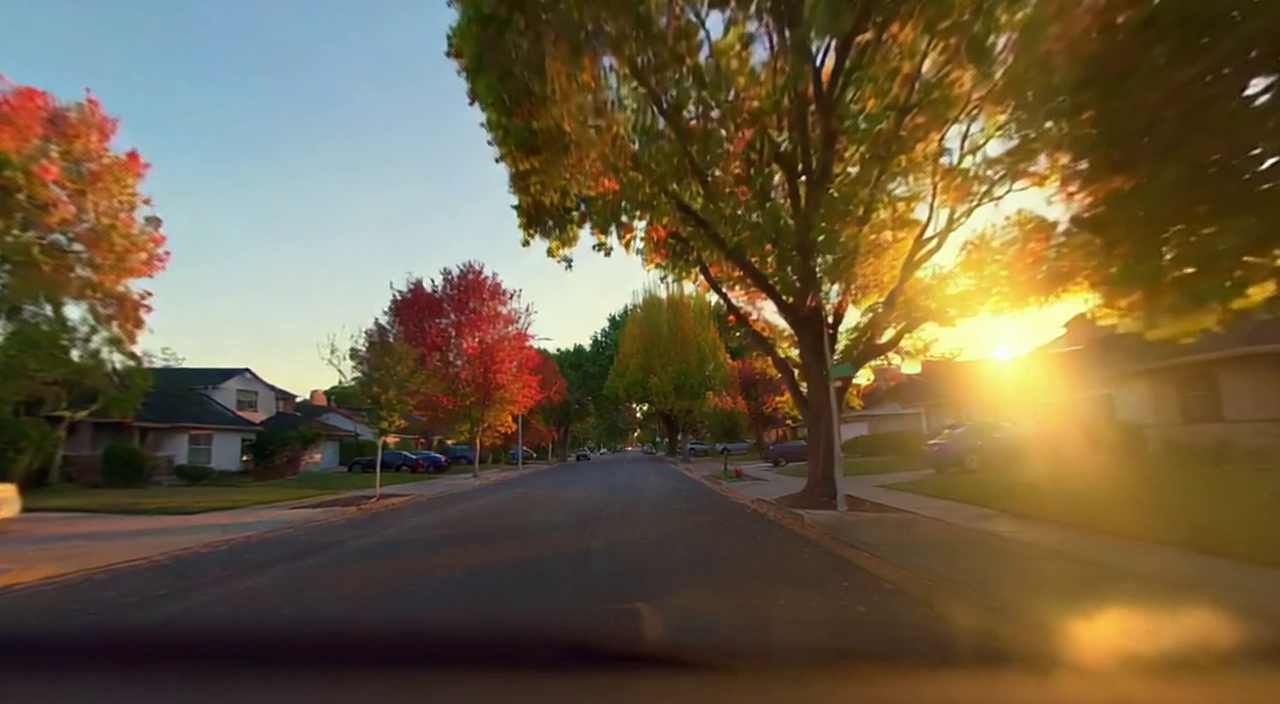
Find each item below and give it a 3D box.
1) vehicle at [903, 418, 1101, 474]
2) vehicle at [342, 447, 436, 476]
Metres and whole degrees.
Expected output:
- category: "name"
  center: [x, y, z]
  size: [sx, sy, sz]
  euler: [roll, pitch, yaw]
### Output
- category: "vehicle"
  center: [10.233, 2.700, 18.163]
  size: [4.422, 1.488, 2.013]
  euler: [0, -9, 0]
- category: "vehicle"
  center: [-15.296, 6.702, 38.723]
  size: [4.830, 1.725, 2.116]
  euler: [0, -9, 1]
